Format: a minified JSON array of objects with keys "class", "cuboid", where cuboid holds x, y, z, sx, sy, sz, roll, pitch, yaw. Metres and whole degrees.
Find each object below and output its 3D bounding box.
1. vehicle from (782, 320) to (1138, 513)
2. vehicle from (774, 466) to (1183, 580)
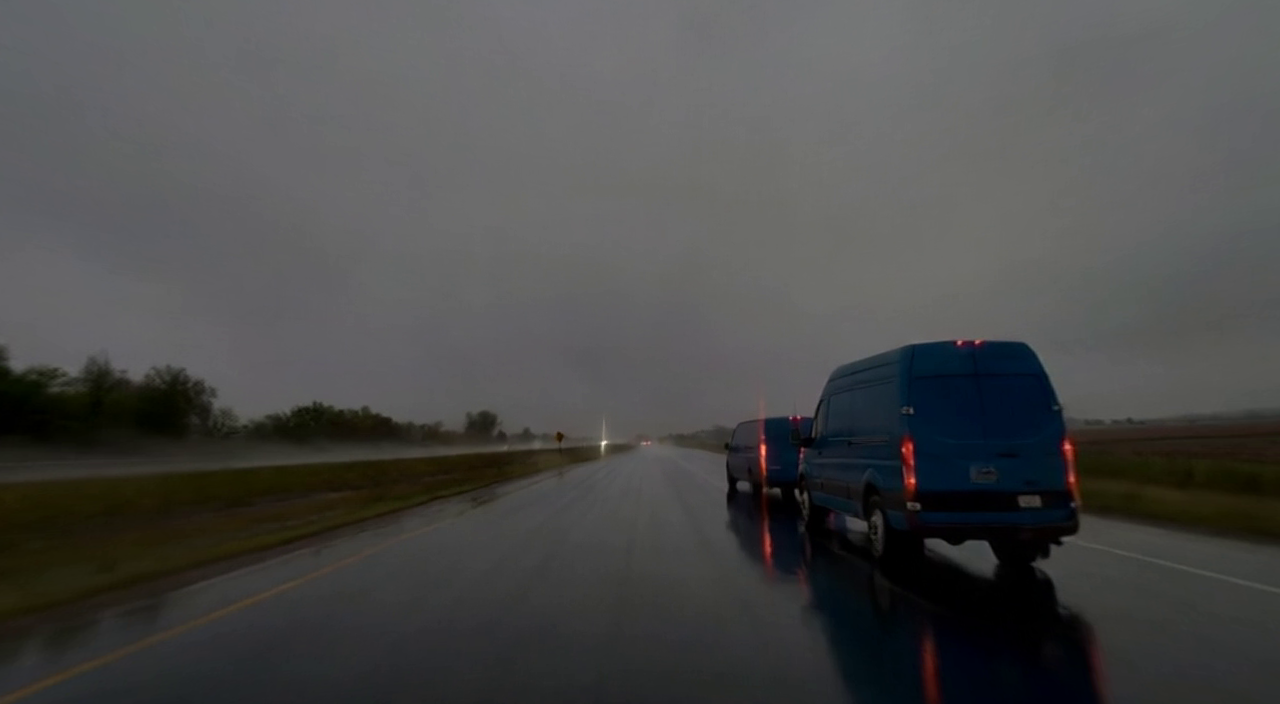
[{"class":"vehicle","cuboid":[4.059,1.053,9.623,2.444,2.053,5.616,-1,-8,0]},{"class":"vehicle","cuboid":[4.010,2.265,9.420,2.702,0.824,6.391,0,-8,1]}]
